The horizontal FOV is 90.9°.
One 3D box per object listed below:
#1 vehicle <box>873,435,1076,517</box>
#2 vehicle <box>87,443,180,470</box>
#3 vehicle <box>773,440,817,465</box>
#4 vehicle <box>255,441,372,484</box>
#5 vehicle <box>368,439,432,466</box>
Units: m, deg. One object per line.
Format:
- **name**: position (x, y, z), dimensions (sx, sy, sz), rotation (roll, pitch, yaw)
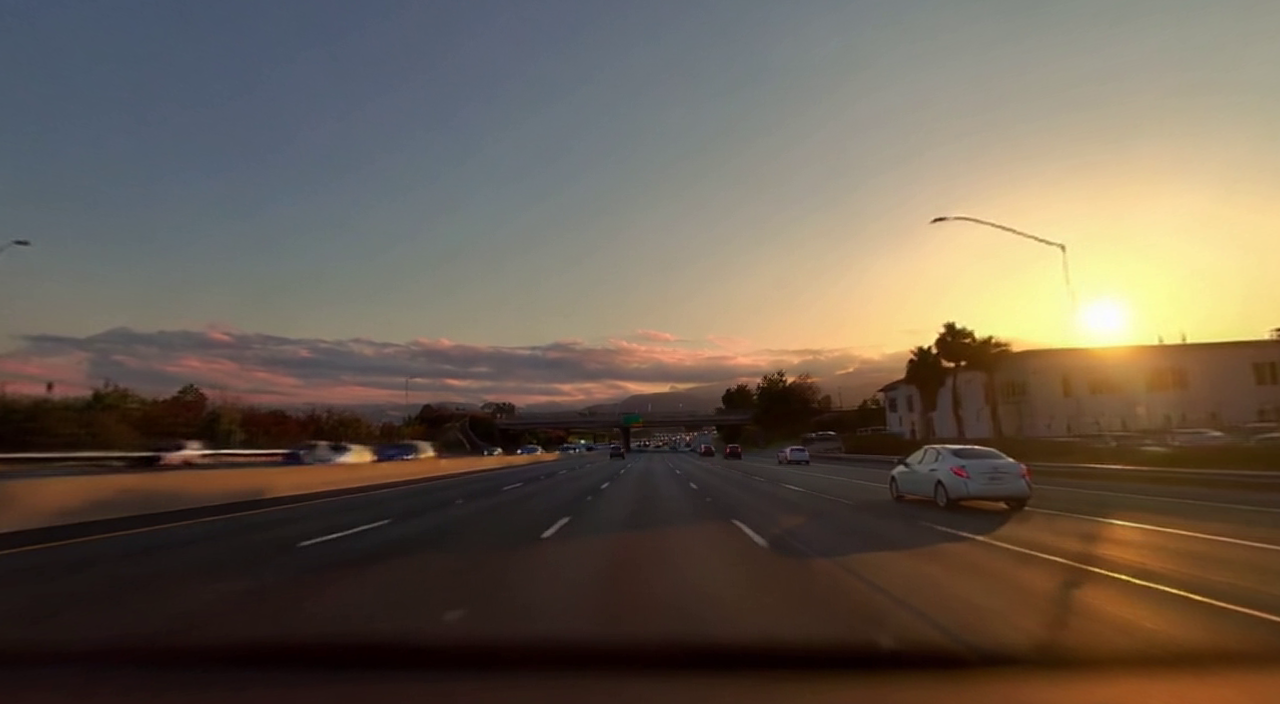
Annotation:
- **vehicle**: position (7.236, 2.713, 14.379), dimensions (2.071, 1.543, 4.702), rotation (0, -9, 0)
- **vehicle**: position (-28.727, 5.935, 35.945), dimensions (1.803, 1.451, 4.199), rotation (0, -9, 1)
- **vehicle**: position (11.966, 7.778, 48.865), dimensions (2.168, 1.861, 4.678), rotation (0, -9, 0)
- **vehicle**: position (-12.111, 4.125, 23.827), dimensions (1.867, 1.451, 4.550), rotation (0, -9, 2)
- **vehicle**: position (-15.205, 6.385, 40.249), dimensions (2.023, 1.607, 4.937), rotation (0, -9, 1)
